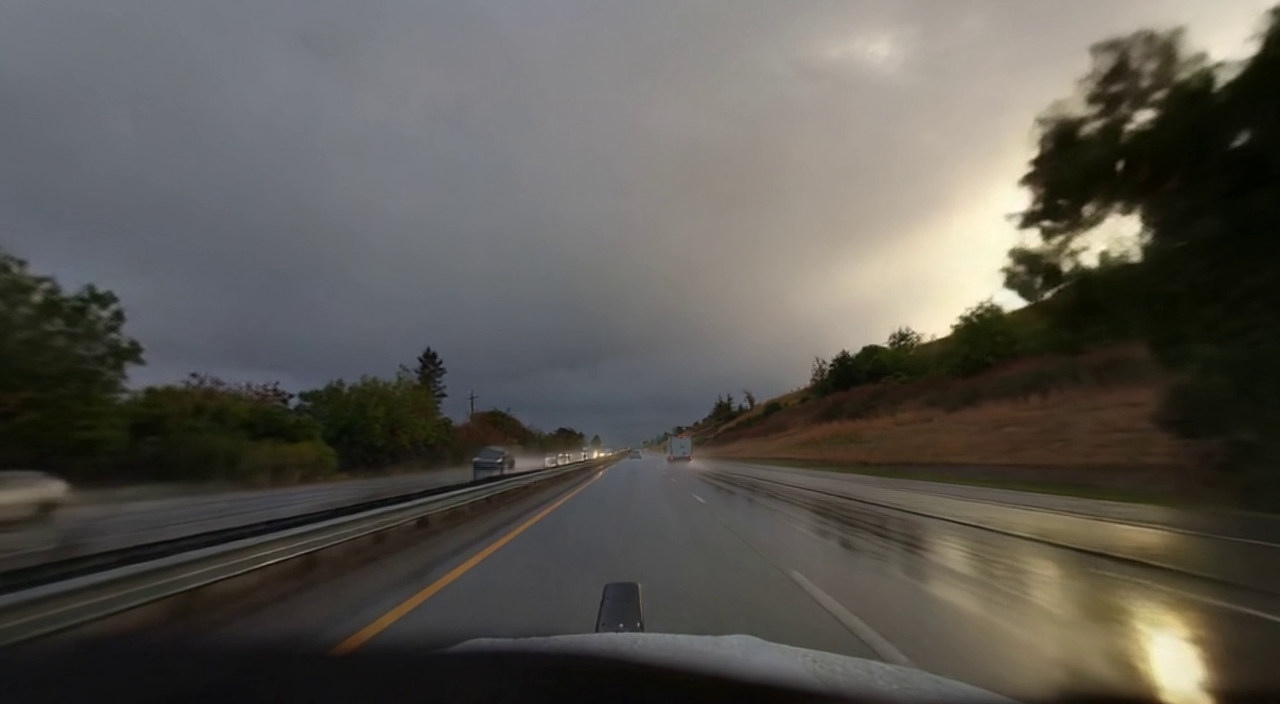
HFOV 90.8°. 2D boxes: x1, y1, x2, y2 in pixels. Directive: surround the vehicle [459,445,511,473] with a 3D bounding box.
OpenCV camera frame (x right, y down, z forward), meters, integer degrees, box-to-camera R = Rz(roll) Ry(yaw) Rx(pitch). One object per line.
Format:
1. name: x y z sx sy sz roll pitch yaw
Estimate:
1. vehicle: -9.998 6.934 41.032 2.173 1.668 4.848 0 -9 0
